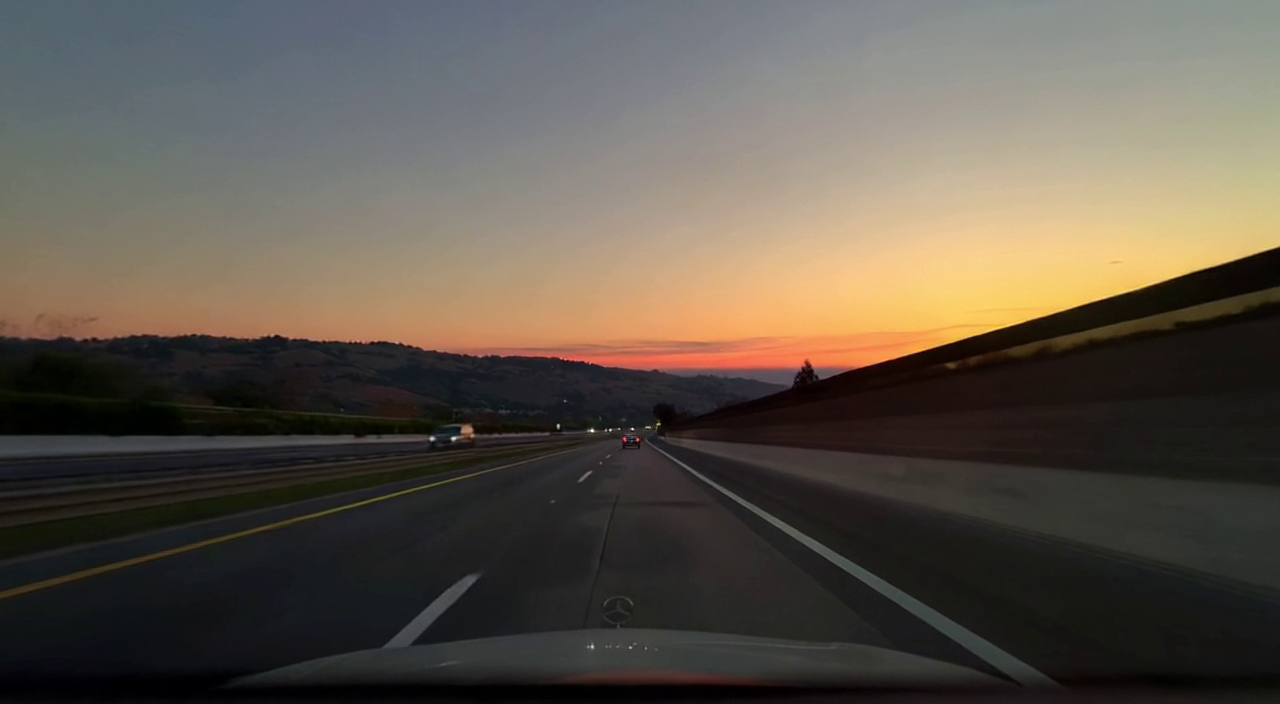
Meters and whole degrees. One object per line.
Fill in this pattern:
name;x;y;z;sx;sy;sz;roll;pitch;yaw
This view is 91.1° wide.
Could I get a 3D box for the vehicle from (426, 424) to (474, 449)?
vehicle;-13.308;5.958;44.234;1.906;1.617;4.606;0;-8;1
